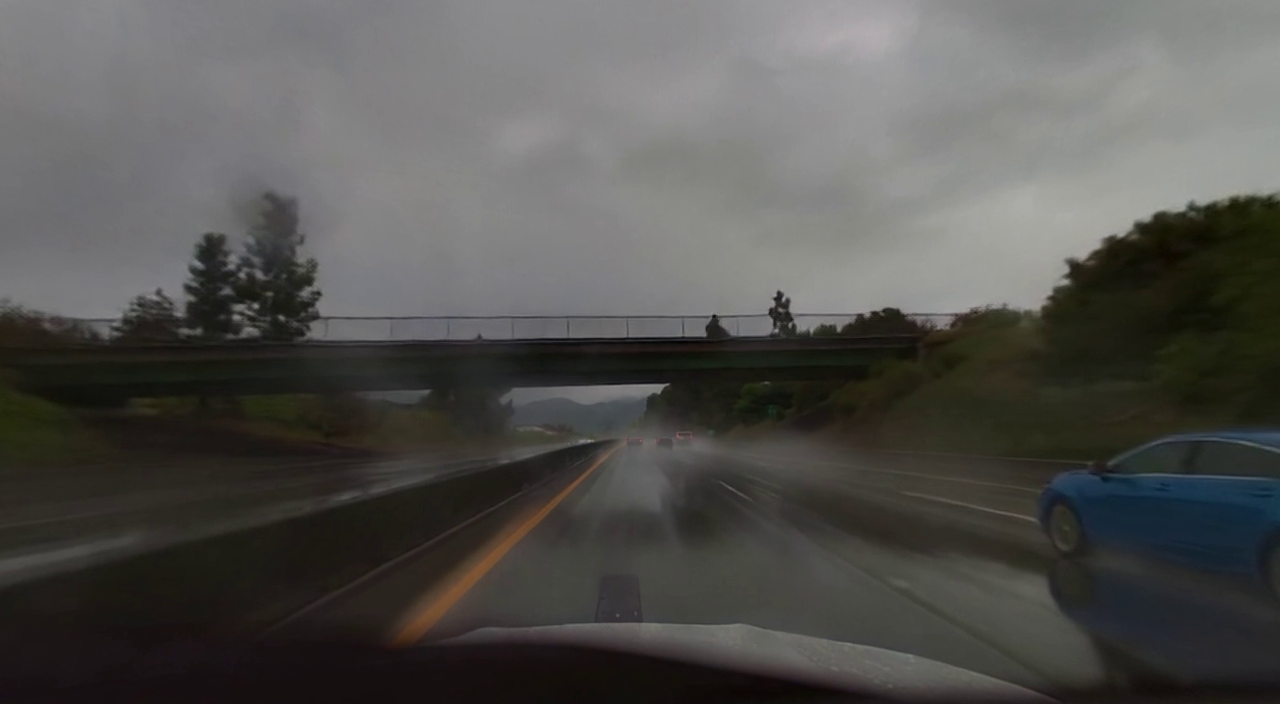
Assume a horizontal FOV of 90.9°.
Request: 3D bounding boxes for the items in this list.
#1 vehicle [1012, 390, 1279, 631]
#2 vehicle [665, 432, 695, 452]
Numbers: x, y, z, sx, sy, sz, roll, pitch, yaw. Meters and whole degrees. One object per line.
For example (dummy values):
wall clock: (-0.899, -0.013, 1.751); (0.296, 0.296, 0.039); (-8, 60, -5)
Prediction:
vehicle: (5.180, 1.144, 4.898); (1.940, 1.578, 4.122); (0, -8, -2)
vehicle: (3.059, 7.041, 49.213); (1.981, 1.490, 3.449); (0, -8, -3)
